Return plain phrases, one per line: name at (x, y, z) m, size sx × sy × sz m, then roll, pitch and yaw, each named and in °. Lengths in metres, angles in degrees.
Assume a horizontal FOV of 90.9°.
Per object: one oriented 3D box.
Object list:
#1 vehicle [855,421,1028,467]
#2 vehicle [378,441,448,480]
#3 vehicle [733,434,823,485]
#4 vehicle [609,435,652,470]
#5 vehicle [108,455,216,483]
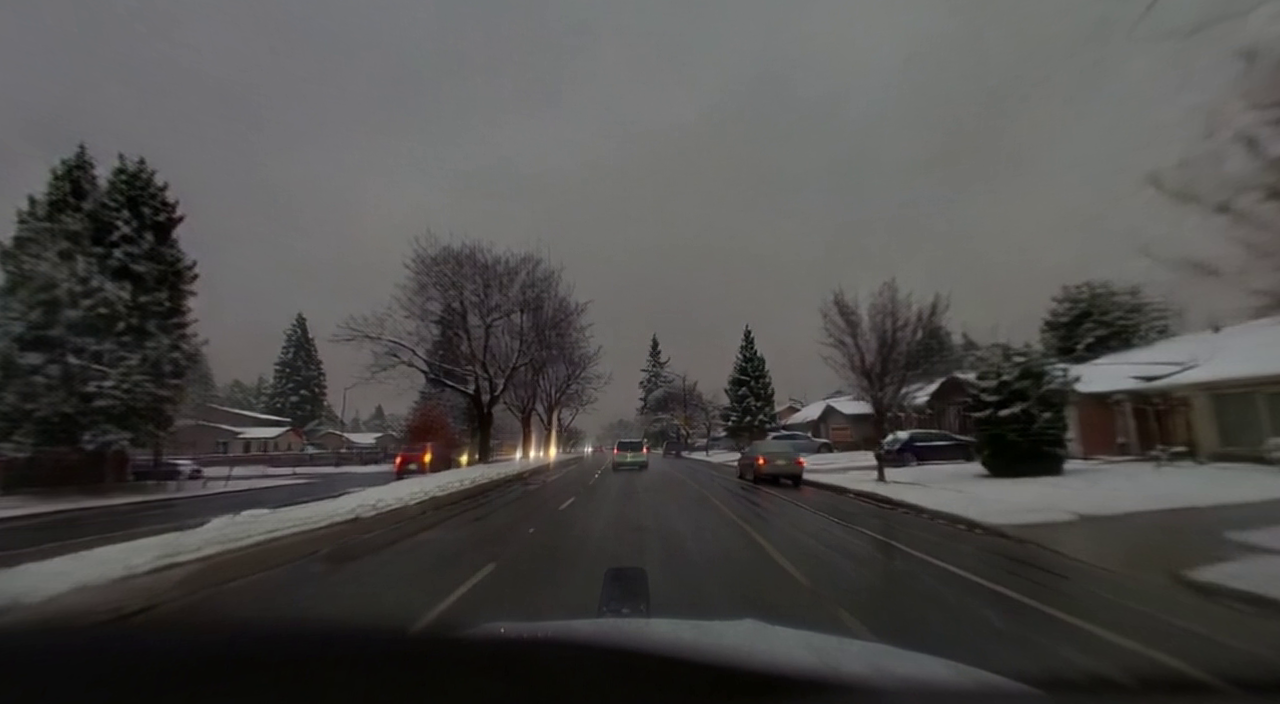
vehicle at (11.607, 3.596, 24.571) m, size 5.538 × 1.703 × 2.286 m, roll 0°, pitch -9°, yaw 0°
vehicle at (-11.487, 5.483, 32.235) m, size 1.948 × 1.725 × 4.443 m, roll -3°, pitch -8°, yaw 0°
vehicle at (4.522, 3.600, 21.414) m, size 2.020 × 1.518 × 4.255 m, roll 0°, pitch -8°, yaw -1°
vehicle at (-0.484, 5.108, 32.132) m, size 2.024 × 1.655 × 4.301 m, roll 0°, pitch -8°, yaw -1°
vehicle at (-27.414, 6.702, 36.247) m, size 4.644 × 1.541 × 1.873 m, roll 0°, pitch -8°, yaw -2°
